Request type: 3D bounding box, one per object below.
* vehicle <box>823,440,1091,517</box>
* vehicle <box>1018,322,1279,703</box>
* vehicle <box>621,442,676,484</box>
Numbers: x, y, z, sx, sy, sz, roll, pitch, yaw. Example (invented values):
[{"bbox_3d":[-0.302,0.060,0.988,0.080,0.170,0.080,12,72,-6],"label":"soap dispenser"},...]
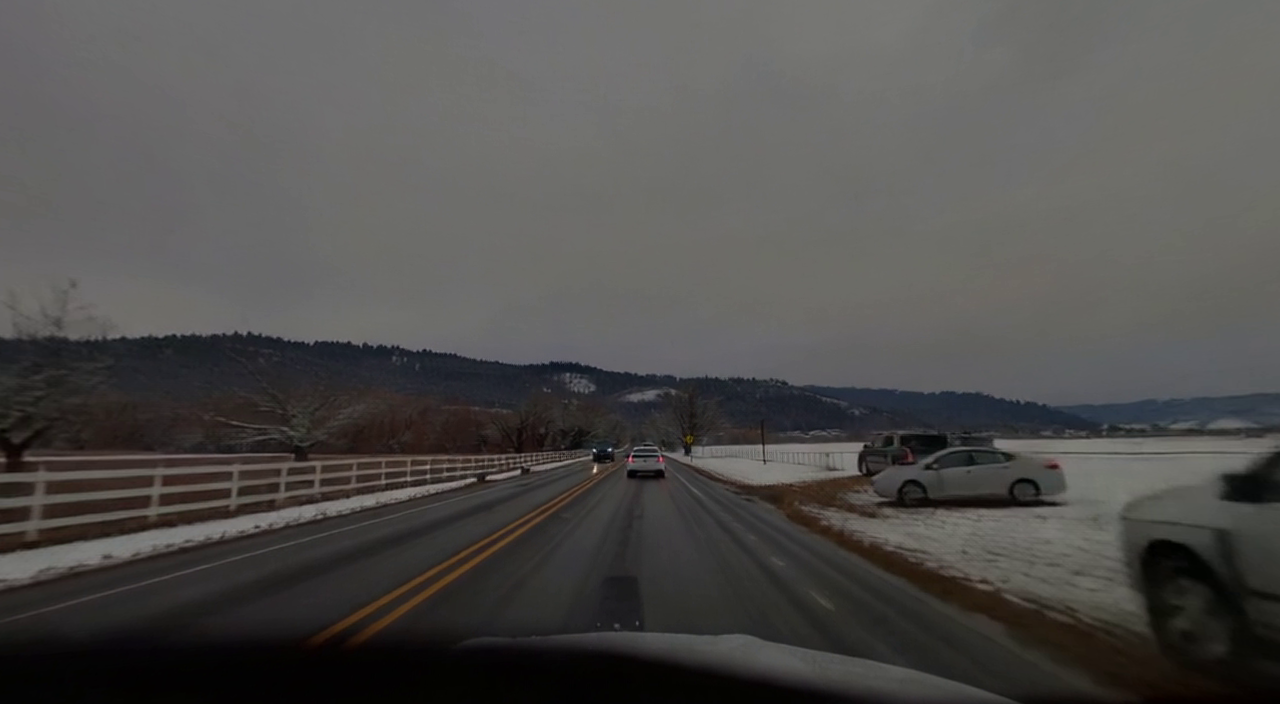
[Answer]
[{"bbox_3d":[6.826,2.767,14.239,4.979,1.503,2.010,-3,-9,20],"label":"vehicle"},{"bbox_3d":[4.392,0.801,2.908,2.348,1.969,5.269,-1,-9,5],"label":"vehicle"},{"bbox_3d":[0.351,4.717,27.103,2.158,1.669,4.006,0,-9,1],"label":"vehicle"}]
